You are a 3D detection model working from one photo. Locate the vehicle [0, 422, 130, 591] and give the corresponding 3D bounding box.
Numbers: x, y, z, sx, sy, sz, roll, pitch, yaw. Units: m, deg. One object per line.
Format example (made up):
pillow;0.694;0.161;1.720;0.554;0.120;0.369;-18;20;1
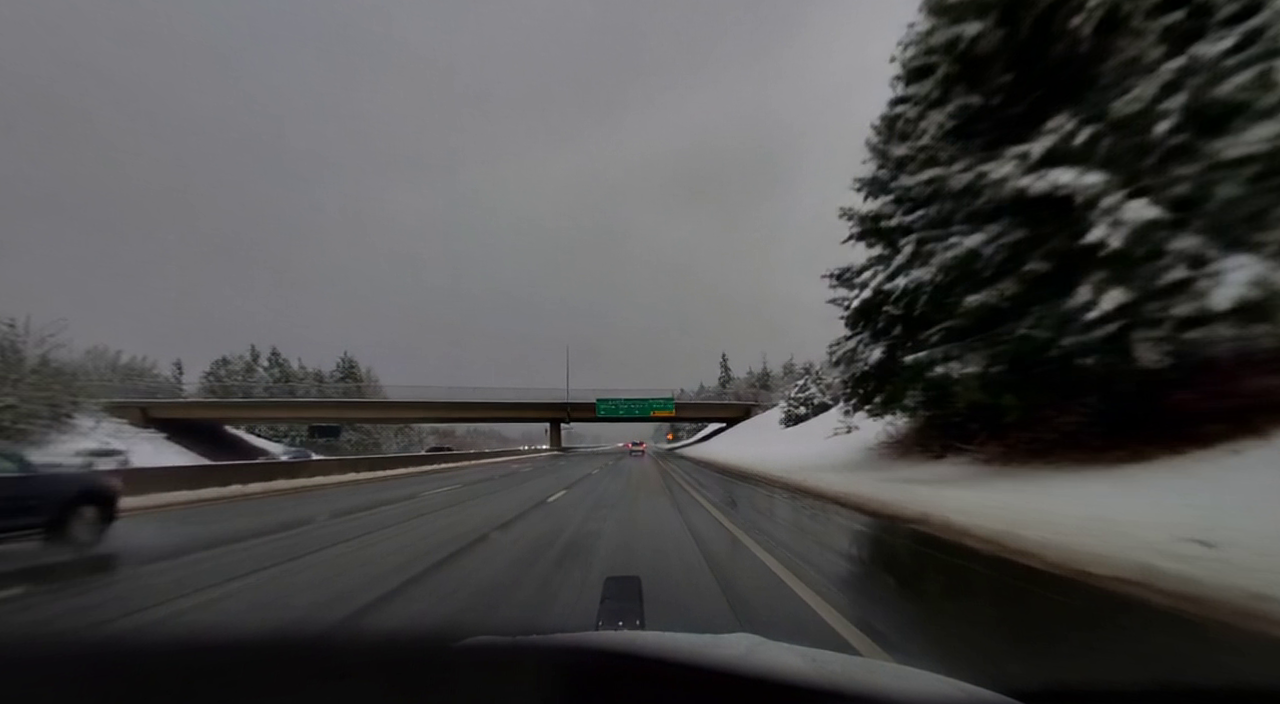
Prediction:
vehicle;-6.905;1.279;4.825;1.916;1.545;4.757;0;-8;1
